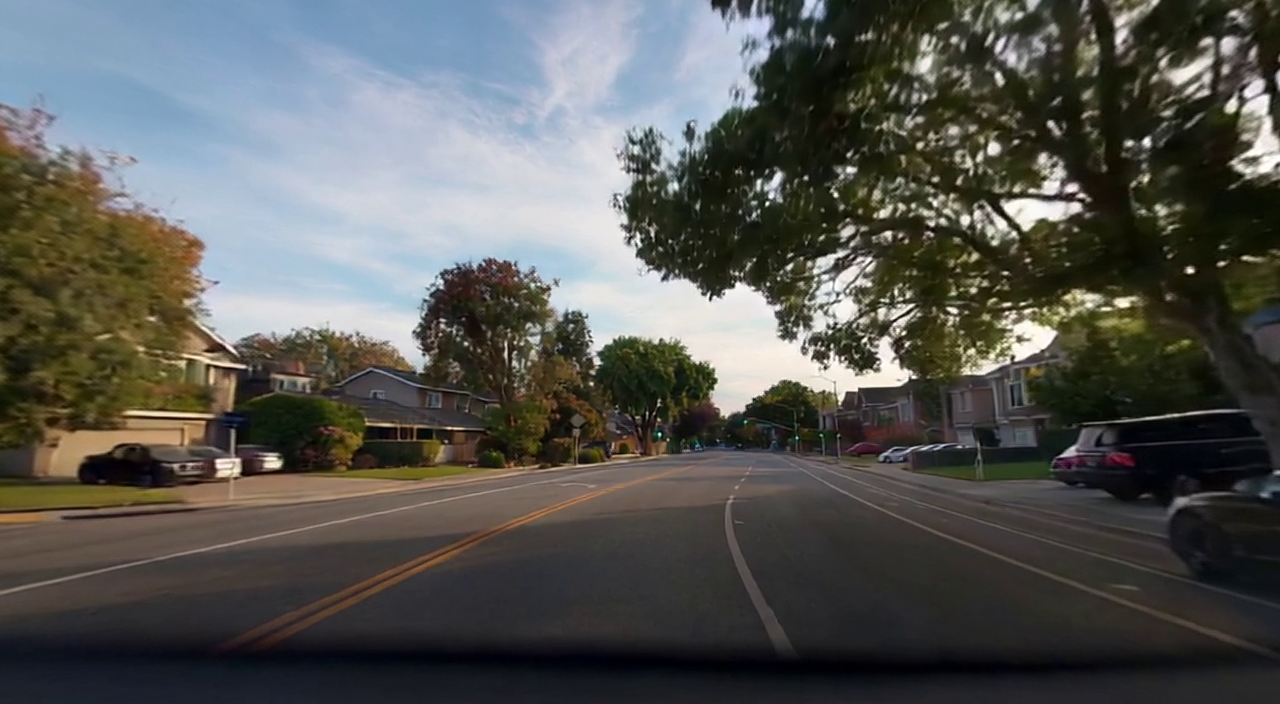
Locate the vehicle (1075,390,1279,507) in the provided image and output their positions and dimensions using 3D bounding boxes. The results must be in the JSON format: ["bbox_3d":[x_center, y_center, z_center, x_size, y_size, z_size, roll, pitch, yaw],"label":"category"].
[{"bbox_3d":[15.197,2.565,16.832,5.083,2.829,2.600,-2,-9,10],"label":"vehicle"}]

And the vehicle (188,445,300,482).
[{"bbox_3d":[-17.793,5.005,28.618,1.786,1.500,4.021,-3,-9,15],"label":"vehicle"}]

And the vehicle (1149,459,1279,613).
[{"bbox_3d":[7.445,1.813,5.701,1.999,1.518,4.609,3,-9,2],"label":"vehicle"}]

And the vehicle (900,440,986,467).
[{"bbox_3d":[21.041,7.081,44.098,4.854,1.803,2.179,-1,-9,5],"label":"vehicle"}]

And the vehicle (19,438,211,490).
[{"bbox_3d":[-19.327,4.161,23.483,2.076,1.703,5.095,-8,-13,42],"label":"vehicle"}]
